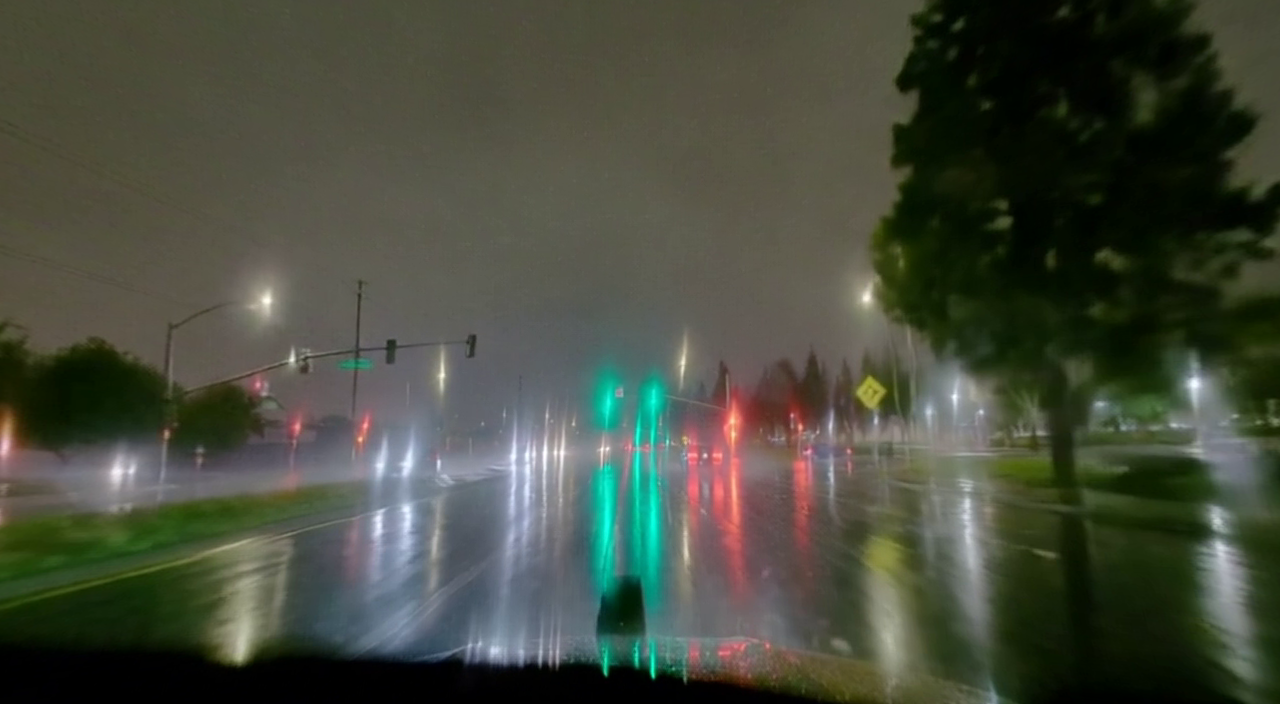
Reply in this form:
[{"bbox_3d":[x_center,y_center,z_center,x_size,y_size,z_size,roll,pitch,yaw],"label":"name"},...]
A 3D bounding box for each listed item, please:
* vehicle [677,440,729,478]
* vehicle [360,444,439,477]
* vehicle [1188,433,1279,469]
[{"bbox_3d":[3.093,5.369,31.933,2.069,1.761,4.610,0,-9,-1],"label":"vehicle"},{"bbox_3d":[-11.814,5.349,31.404,2.059,1.503,4.483,0,-9,1],"label":"vehicle"},{"bbox_3d":[25.503,4.133,26.373,1.828,1.384,3.794,0,-9,1],"label":"vehicle"}]
